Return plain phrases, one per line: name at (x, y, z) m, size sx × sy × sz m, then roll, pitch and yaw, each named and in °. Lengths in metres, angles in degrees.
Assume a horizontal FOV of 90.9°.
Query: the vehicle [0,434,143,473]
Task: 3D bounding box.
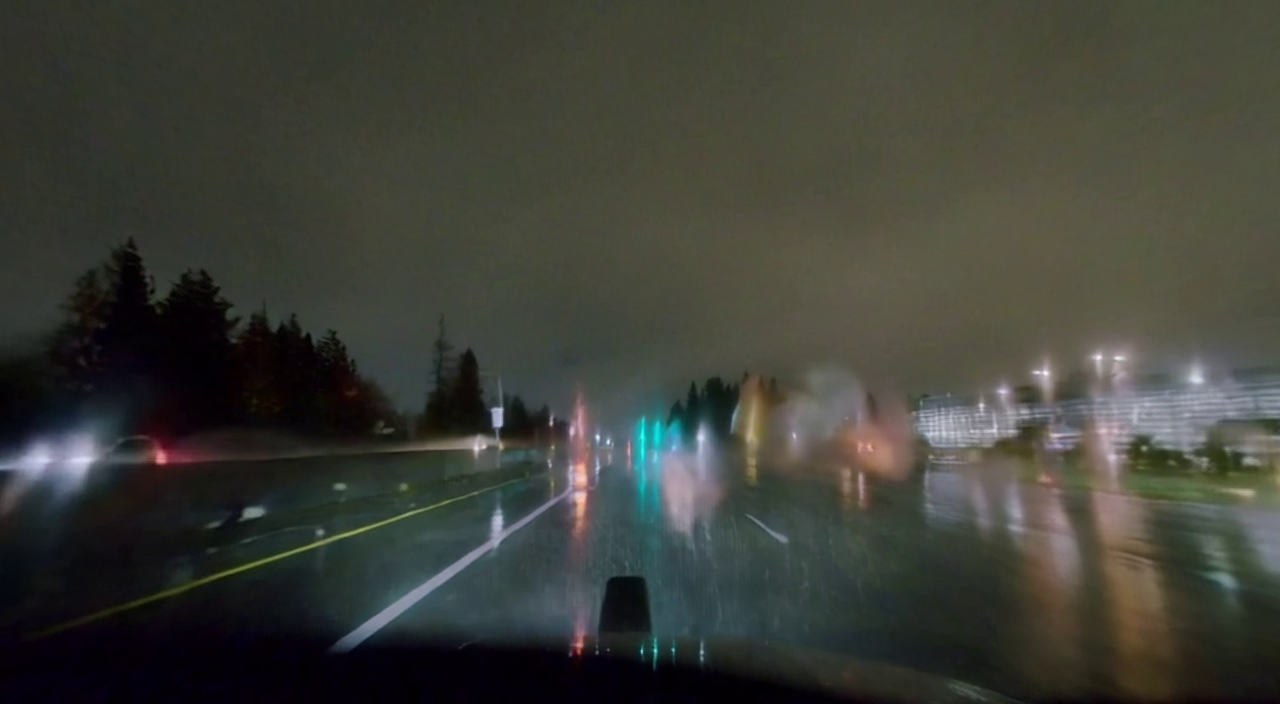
vehicle at (-23.894, 4.276, 26.692) m, size 1.883 × 1.506 × 4.574 m, roll 0°, pitch -8°, yaw 0°
